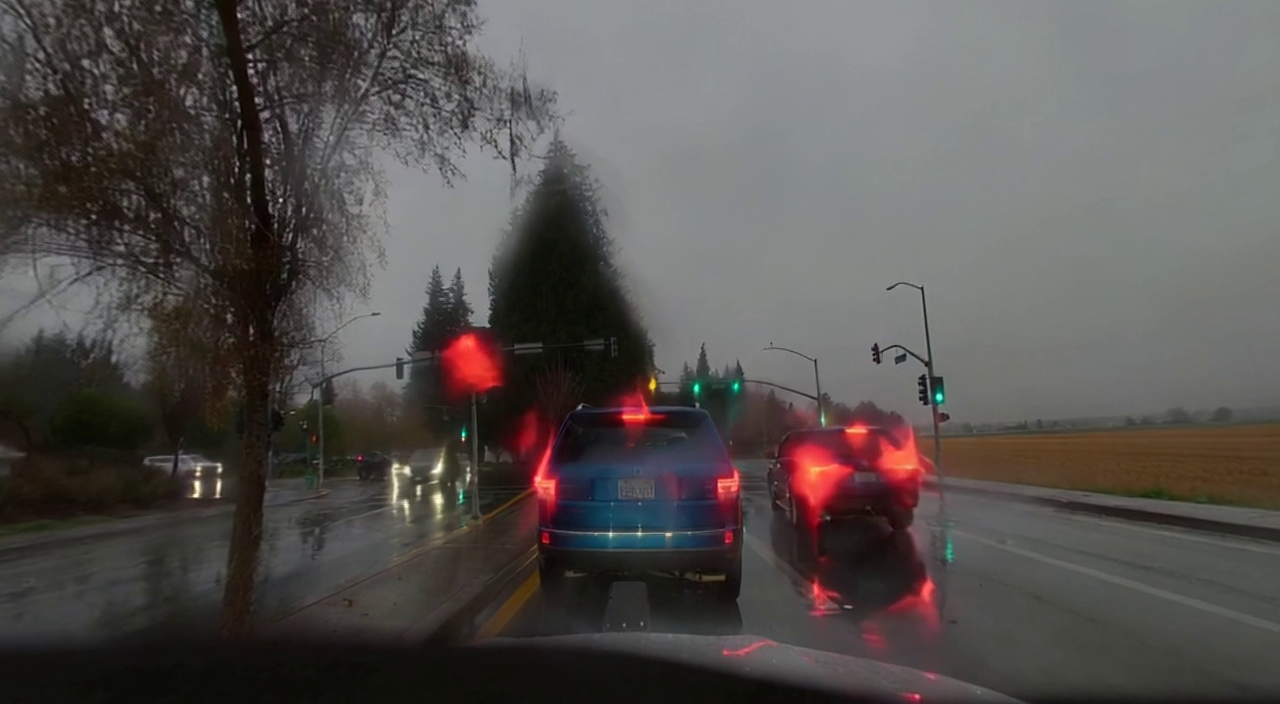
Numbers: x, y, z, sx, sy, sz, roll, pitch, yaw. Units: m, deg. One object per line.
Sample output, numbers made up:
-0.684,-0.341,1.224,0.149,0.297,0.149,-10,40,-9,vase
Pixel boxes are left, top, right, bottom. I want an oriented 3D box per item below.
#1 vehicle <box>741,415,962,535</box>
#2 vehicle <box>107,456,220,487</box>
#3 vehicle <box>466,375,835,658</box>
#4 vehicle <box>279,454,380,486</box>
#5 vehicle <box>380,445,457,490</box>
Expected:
3.370,2.082,11.274,2.340,1.693,4.516,0,-8,0,vehicle
-26.698,6.673,35.457,4.605,1.626,2.251,-1,-8,3,vehicle
0.058,1.331,6.109,2.298,1.770,4.138,0,-8,0,vehicle
-15.824,5.951,32.146,4.559,1.458,2.265,-4,-9,27,vehicle
-9.539,4.843,26.913,2.026,1.680,4.608,5,-10,-32,vehicle
